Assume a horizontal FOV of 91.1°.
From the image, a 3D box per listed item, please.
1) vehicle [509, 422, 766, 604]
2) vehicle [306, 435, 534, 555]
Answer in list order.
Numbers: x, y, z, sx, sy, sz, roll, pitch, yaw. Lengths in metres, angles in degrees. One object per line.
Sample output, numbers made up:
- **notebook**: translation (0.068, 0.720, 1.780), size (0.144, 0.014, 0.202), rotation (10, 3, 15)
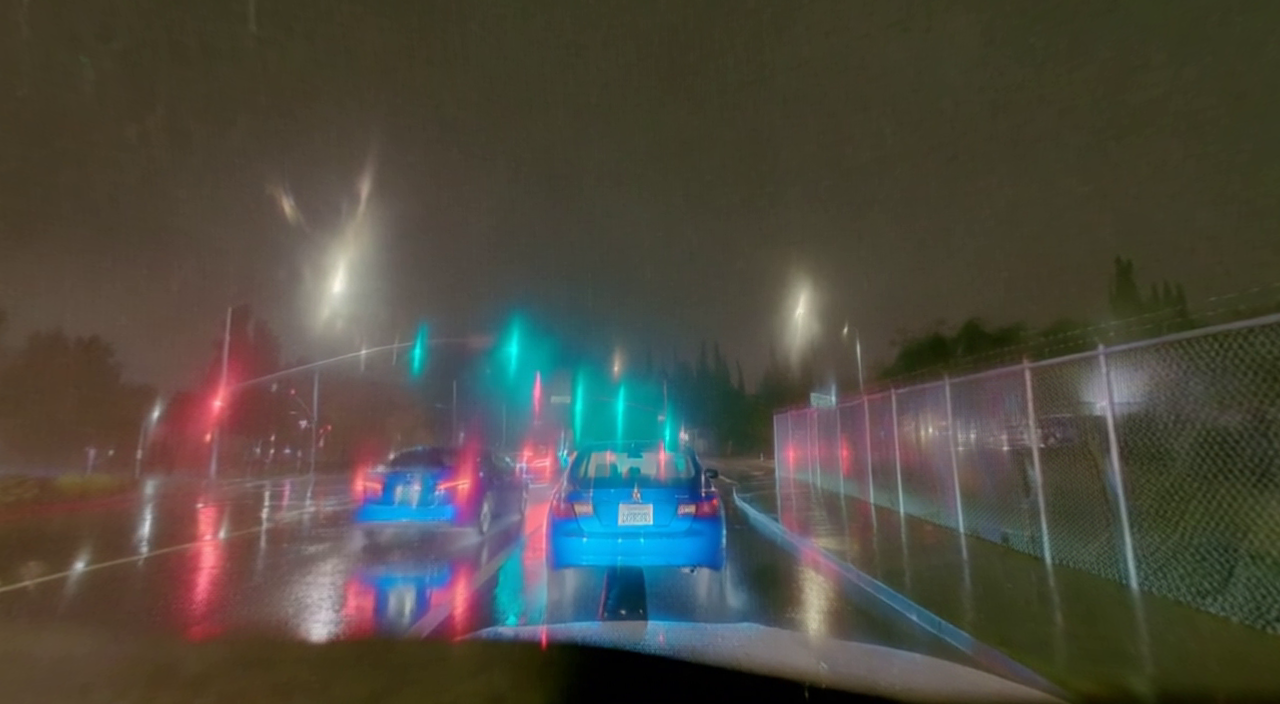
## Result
- **vehicle**: translation (-0.031, 1.658, 7.362), size (2.144, 1.514, 4.063), rotation (0, -9, 0)
- **vehicle**: translation (-3.155, 2.144, 10.219), size (1.971, 1.488, 4.581), rotation (0, -9, 1)
